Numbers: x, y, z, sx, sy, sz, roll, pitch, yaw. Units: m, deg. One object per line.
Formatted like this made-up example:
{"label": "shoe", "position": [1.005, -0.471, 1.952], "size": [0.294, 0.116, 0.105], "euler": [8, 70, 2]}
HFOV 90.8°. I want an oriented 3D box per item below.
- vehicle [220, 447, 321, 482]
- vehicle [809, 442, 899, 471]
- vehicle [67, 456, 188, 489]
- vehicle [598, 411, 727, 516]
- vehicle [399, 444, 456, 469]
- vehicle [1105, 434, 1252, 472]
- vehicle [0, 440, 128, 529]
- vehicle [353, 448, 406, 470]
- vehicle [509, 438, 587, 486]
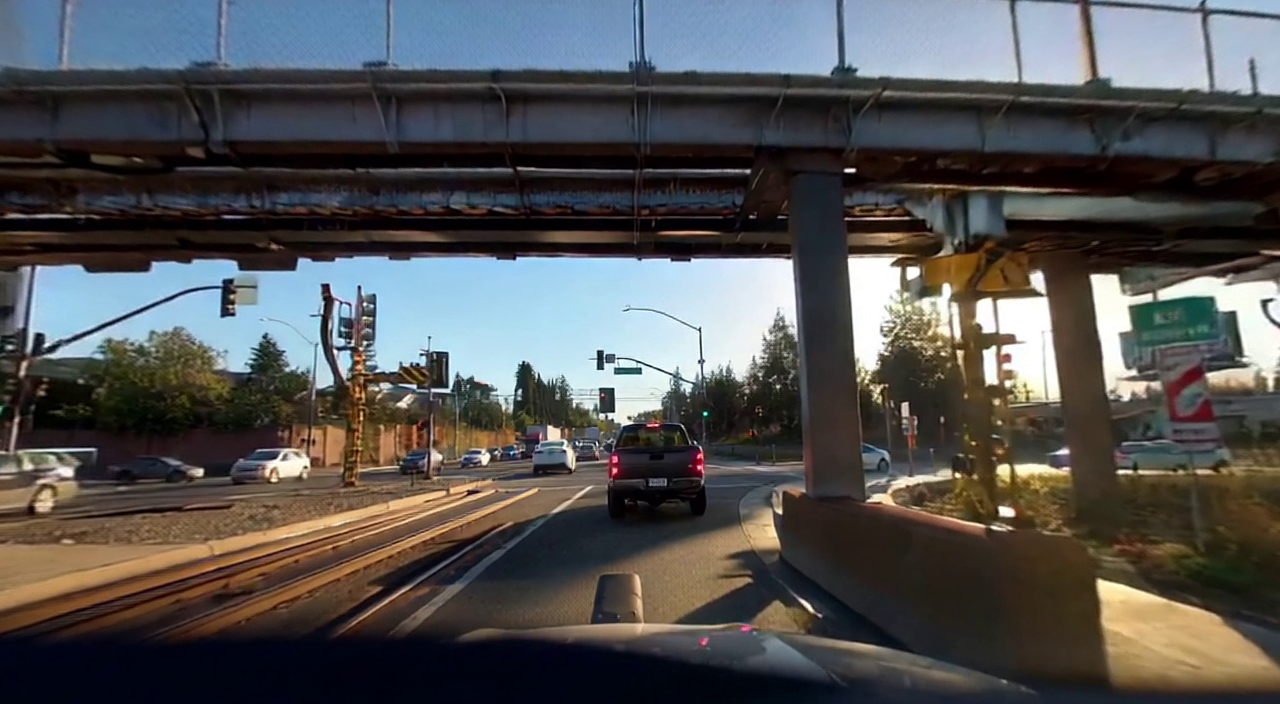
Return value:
{"label": "vehicle", "position": [-17.125, 5.207, 29.605], "size": [1.964, 1.465, 4.638], "euler": [0, -9, -1]}
{"label": "vehicle", "position": [11.764, 5.724, 34.699], "size": [4.412, 1.494, 2.136], "euler": [5, -10, -27]}
{"label": "vehicle", "position": [-24.943, 5.818, 30.810], "size": [4.688, 1.448, 2.028], "euler": [-2, -9, 13]}
{"label": "vehicle", "position": [0.585, 2.472, 14.506], "size": [2.404, 1.926, 5.251], "euler": [0, -9, 4]}
{"label": "vehicle", "position": [-13.372, 6.608, 40.068], "size": [2.027, 1.482, 4.711], "euler": [0, -9, -1]}
{"label": "vehicle", "position": [29.092, 5.486, 34.250], "size": [5.980, 1.933, 2.401], "euler": [1, -9, -5]}
{"label": "vehicle", "position": [-12.610, 2.486, 12.003], "size": [1.945, 1.590, 4.651], "euler": [1, -9, -2]}
{"label": "vehicle", "position": [-17.346, 7.111, 42.258], "size": [1.880, 1.377, 4.201], "euler": [1, -9, -1]}
{"label": "vehicle", "position": [-3.126, 3.865, 22.570], "size": [2.004, 1.482, 4.799], "euler": [0, -9, 1]}
